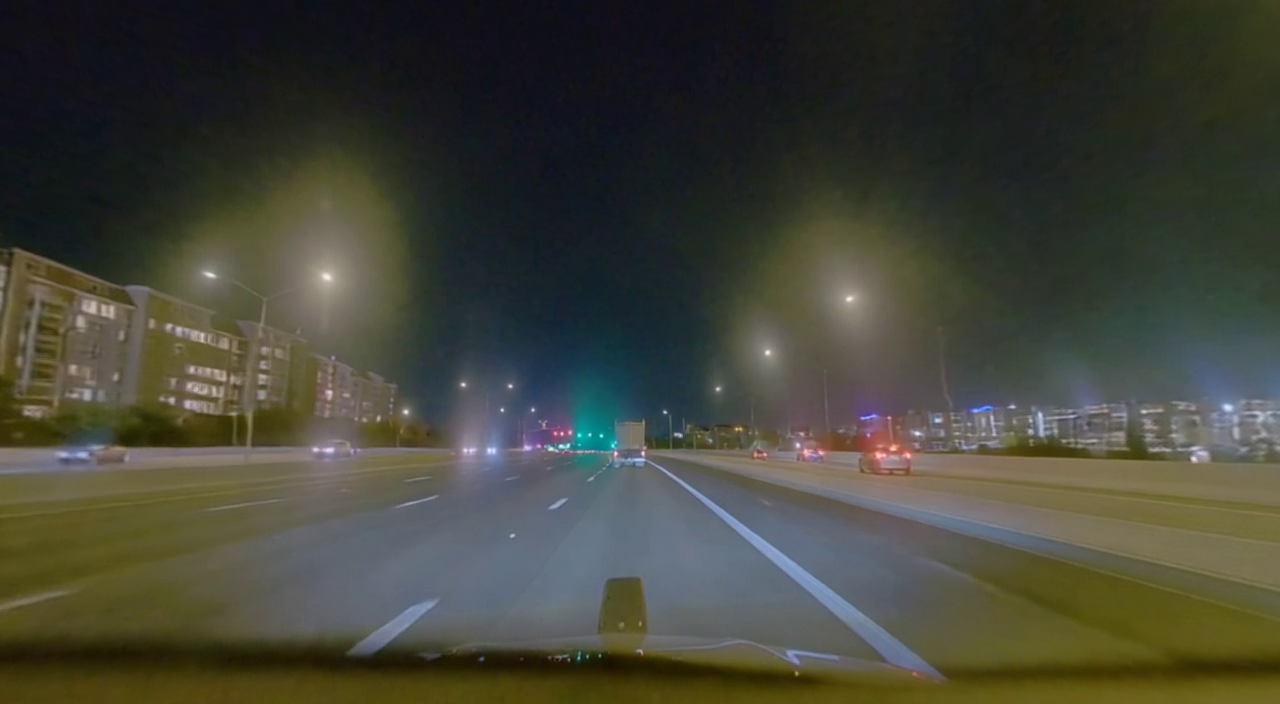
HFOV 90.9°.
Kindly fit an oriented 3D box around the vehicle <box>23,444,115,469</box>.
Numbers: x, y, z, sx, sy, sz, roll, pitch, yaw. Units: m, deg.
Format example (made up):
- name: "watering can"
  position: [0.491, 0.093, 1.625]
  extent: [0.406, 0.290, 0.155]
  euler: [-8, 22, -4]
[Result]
- name: "vehicle"
  position: [-36.833, 6.727, 40.833]
  extent: [1.788, 1.473, 4.505]
  euler: [0, -8, -1]
